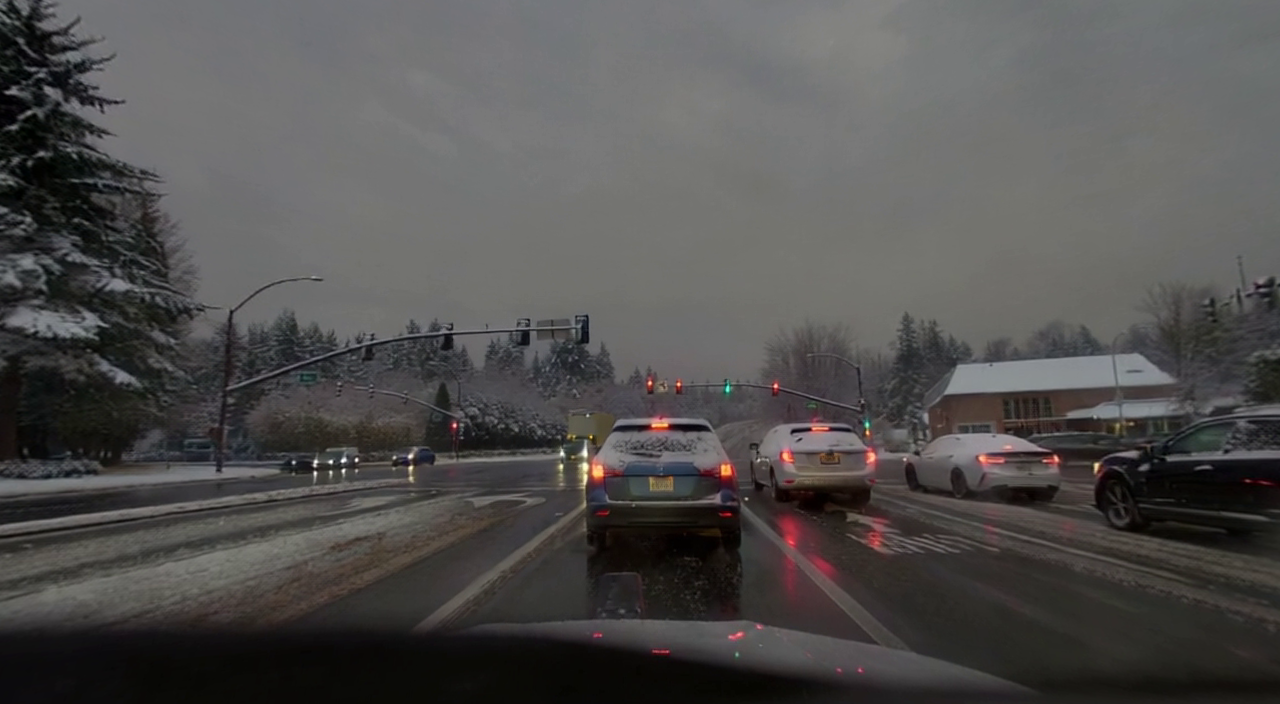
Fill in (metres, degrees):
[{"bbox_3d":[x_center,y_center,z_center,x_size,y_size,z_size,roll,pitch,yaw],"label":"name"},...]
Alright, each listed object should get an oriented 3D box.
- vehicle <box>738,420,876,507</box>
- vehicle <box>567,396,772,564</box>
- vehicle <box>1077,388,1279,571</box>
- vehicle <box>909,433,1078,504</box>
[{"bbox_3d":[3.776,2.646,15.316,2.188,1.774,4.646,-1,-9,2],"label":"vehicle"},{"bbox_3d":[0.278,1.706,8.994,2.211,1.795,4.179,0,-9,-1],"label":"vehicle"},{"bbox_3d":[7.376,1.357,6.880,2.074,1.791,4.393,0,-9,1],"label":"vehicle"},{"bbox_3d":[8.309,2.775,15.406,1.862,1.471,4.297,-1,-9,4],"label":"vehicle"}]
